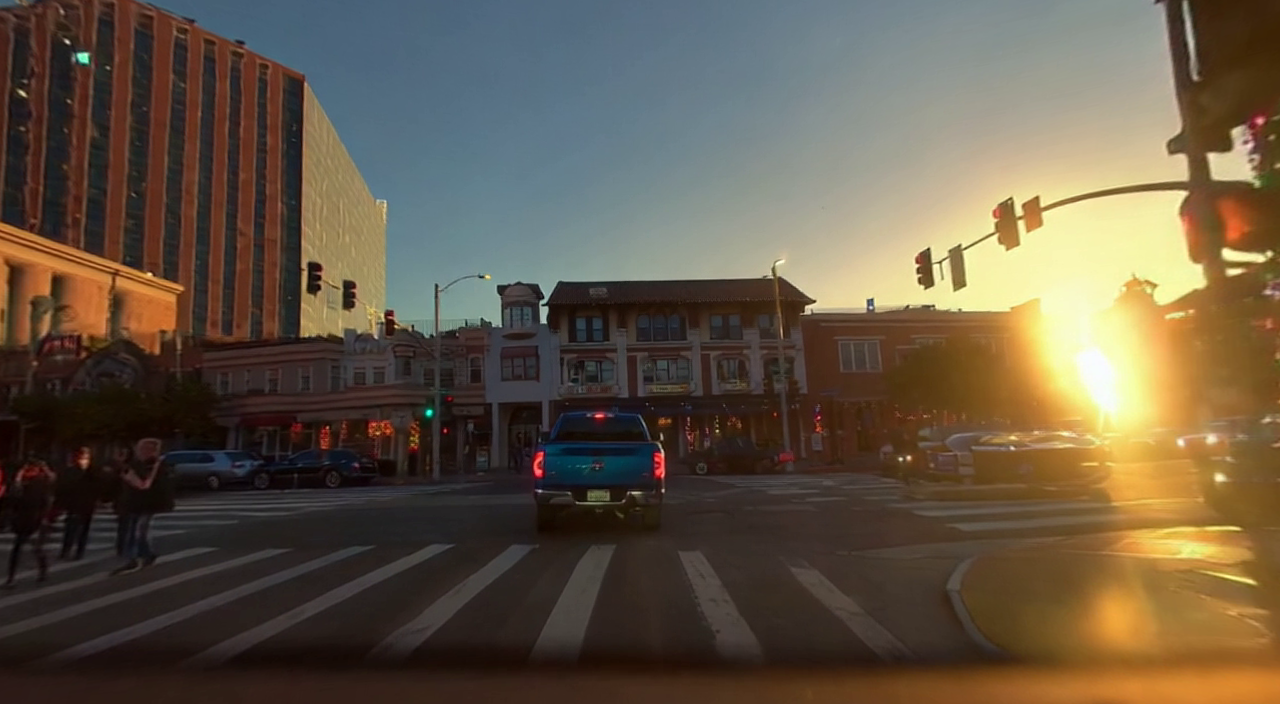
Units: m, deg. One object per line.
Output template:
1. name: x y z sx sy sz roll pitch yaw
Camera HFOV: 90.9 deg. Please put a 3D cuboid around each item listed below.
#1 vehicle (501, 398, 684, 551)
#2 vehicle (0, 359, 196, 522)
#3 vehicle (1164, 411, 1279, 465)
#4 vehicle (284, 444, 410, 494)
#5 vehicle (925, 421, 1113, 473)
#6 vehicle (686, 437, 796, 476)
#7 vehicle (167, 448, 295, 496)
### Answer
1. vehicle: -0.990 2.062 11.378 2.477 2.020 5.534 1 -9 -8
2. vehicle: -22.252 2.772 19.880 13.729 4.662 3.300 0 -8 0
3. vehicle: 19.276 2.681 19.534 4.390 1.552 1.925 1 -8 -4
4. vehicle: -13.289 5.318 28.753 4.799 1.909 2.011 -3 -7 2
5. vehicle: 11.580 2.928 19.504 4.600 1.506 1.878 0 -8 -1
6. vehicle: 4.267 4.506 27.269 4.515 1.583 1.920 -1 -8 3
7. vehicle: -18.625 5.464 28.839 4.398 2.057 1.959 0 -8 -1
